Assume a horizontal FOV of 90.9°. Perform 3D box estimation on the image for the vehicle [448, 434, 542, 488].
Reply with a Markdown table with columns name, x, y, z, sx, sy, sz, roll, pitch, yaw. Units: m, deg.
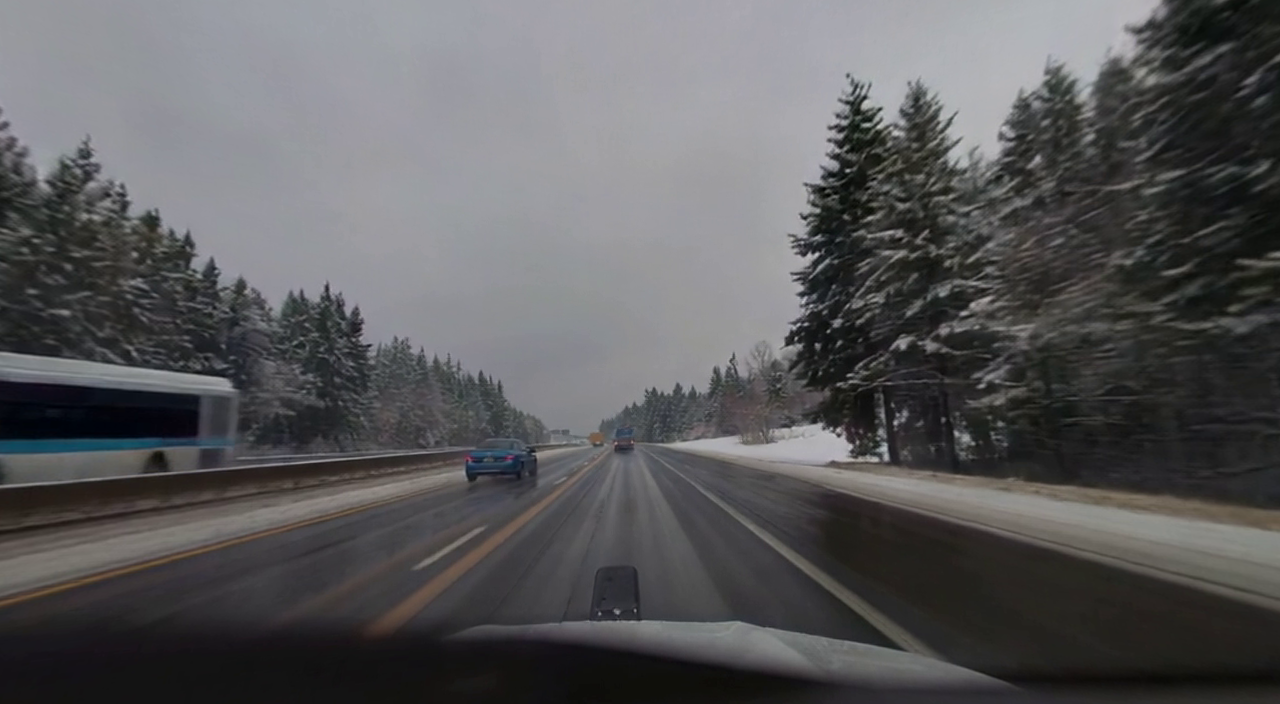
| name | x | y | z | sx | sy | sz | roll | pitch | yaw |
| --- | --- | --- | --- | --- | --- | --- | --- | --- | --- |
| vehicle | -4.245 | 3.237 | 19.124 | 1.907 | 1.445 | 4.049 | 0 | -8 | 0 |

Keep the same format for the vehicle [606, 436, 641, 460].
| name | x | y | z | sx | sy | sz | roll | pitch | yaw |
| --- | --- | --- | --- | --- | --- | --- | --- | --- | --- |
| vehicle | -1.035 | 6.185 | 40.787 | 2.162 | 1.460 | 4.242 | 0 | -8 | -1 |

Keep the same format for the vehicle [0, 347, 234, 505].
| name | x | y | z | sx | sy | sz | roll | pitch | yaw |
| --- | --- | --- | --- | --- | --- | --- | --- | --- | --- |
| vehicle | -17.031 | 2.289 | 18.844 | 3.018 | 3.781 | 10.320 | 0 | -8 | -1 |
